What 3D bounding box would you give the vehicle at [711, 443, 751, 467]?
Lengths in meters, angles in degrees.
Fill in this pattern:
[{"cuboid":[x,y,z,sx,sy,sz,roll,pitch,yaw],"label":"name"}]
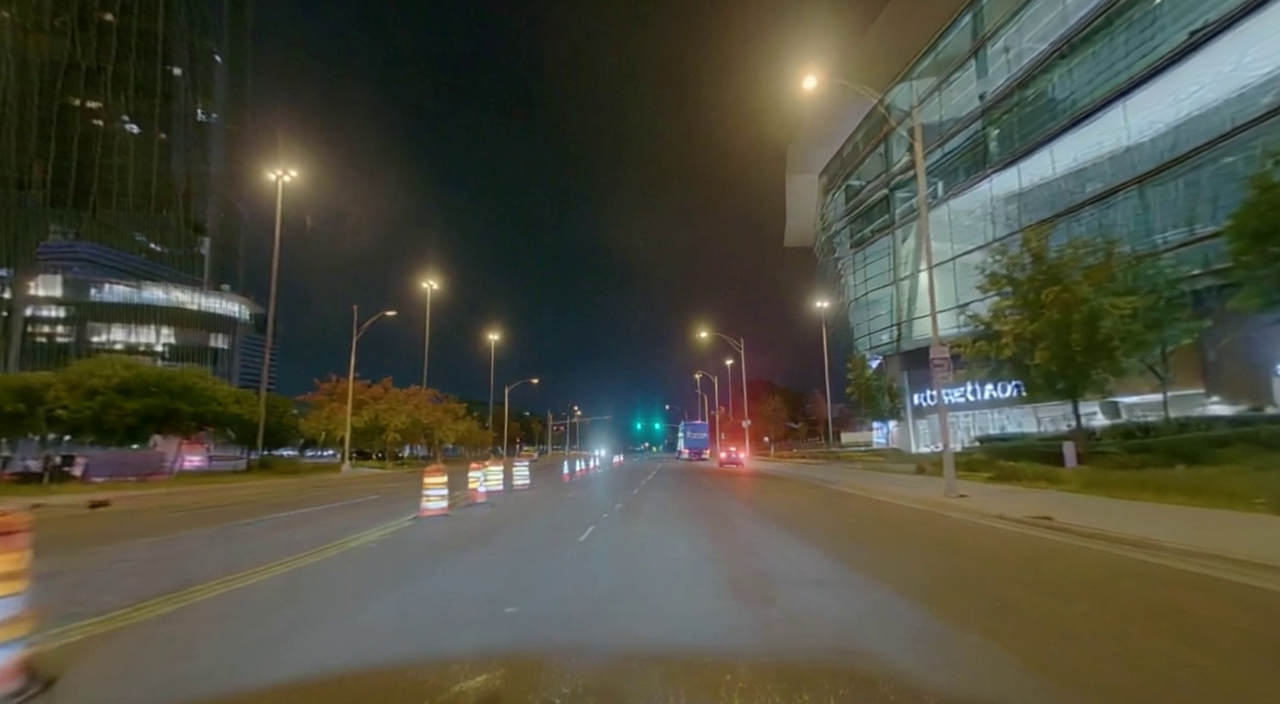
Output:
[{"cuboid":[6.436,7.345,45.267,2.098,1.619,4.433,0,-8,-1],"label":"vehicle"}]
